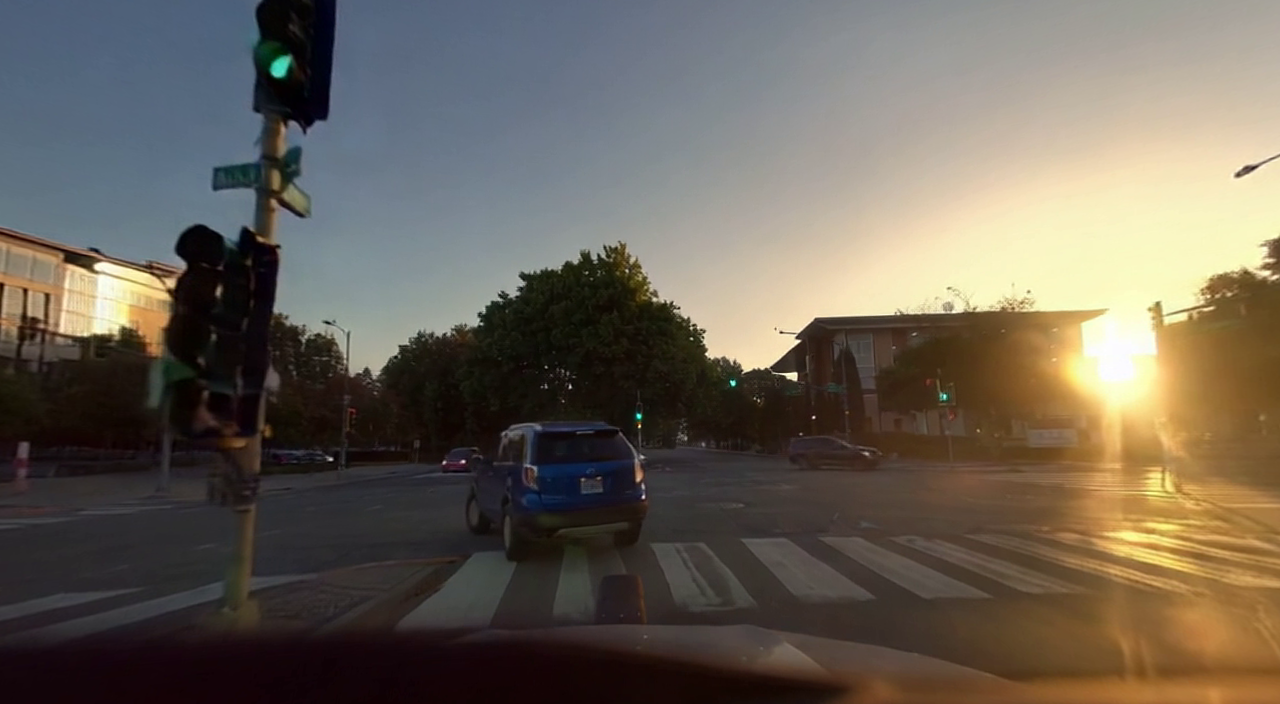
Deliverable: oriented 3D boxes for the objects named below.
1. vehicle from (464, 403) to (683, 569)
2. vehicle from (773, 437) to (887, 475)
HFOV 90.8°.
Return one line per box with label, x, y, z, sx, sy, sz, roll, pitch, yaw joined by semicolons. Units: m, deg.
vehicle;-1.218;1.804;9.268;2.085;1.807;4.038;3;-9;-22
vehicle;8.748;4.794;29.263;4.529;1.604;2.130;-6;-10;35
